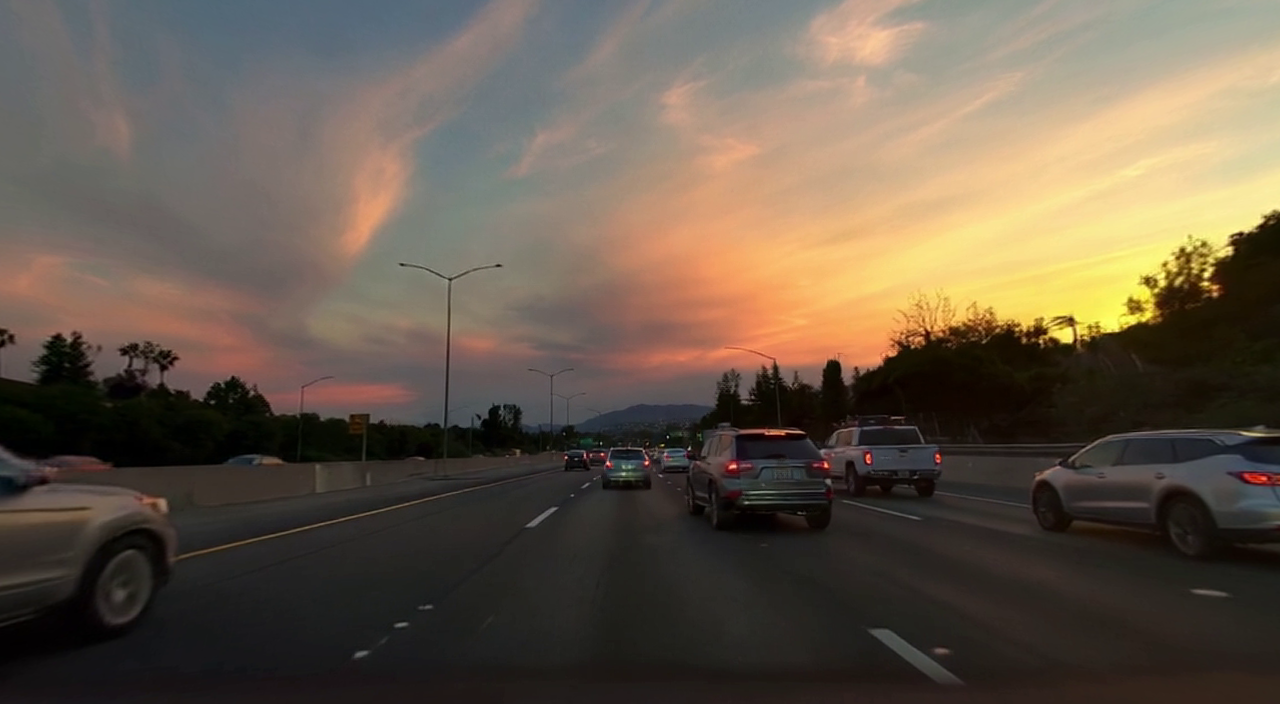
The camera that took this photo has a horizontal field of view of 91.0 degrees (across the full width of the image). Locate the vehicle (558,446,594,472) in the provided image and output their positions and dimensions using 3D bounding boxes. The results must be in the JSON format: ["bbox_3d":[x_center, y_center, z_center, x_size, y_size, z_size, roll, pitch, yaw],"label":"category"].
[{"bbox_3d":[-4.158,7.019,41.586,1.889,1.600,4.043,0,-9,1],"label":"vehicle"}]

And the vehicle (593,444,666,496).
[{"bbox_3d":[-0.283,3.781,20.556,2.157,1.495,4.038,0,-9,1],"label":"vehicle"}]

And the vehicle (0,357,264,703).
[{"bbox_3d":[-4.277,0.881,3.007,2.047,1.755,4.638,0,-9,0],"label":"vehicle"}]

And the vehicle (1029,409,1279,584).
[{"bbox_3d":[7.089,1.616,7.535,1.972,1.647,4.429,0,-9,-1],"label":"vehicle"}]

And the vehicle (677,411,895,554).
[{"bbox_3d":[1.932,1.917,9.846,2.230,1.740,3.976,1,-9,-4],"label":"vehicle"}]
